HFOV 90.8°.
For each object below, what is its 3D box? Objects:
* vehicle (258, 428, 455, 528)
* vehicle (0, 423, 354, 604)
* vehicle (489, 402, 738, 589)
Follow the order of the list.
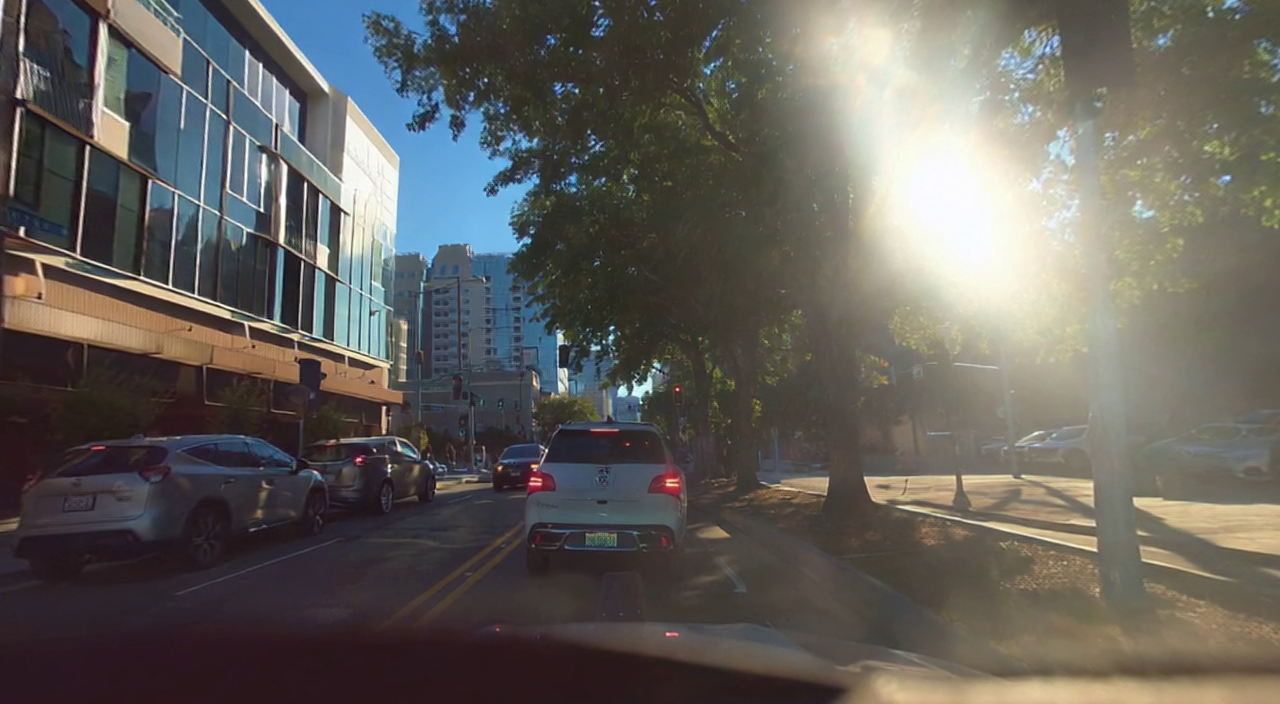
[{"bbox_3d":[-5.876,2.658,13.965,2.077,1.791,4.751,0,-9,1],"label":"vehicle"},{"bbox_3d":[-5.745,1.864,8.284,1.904,1.684,4.529,0,-9,-1],"label":"vehicle"},{"bbox_3d":[-0.230,1.600,7.782,2.258,1.687,3.934,0,-9,0],"label":"vehicle"}]
